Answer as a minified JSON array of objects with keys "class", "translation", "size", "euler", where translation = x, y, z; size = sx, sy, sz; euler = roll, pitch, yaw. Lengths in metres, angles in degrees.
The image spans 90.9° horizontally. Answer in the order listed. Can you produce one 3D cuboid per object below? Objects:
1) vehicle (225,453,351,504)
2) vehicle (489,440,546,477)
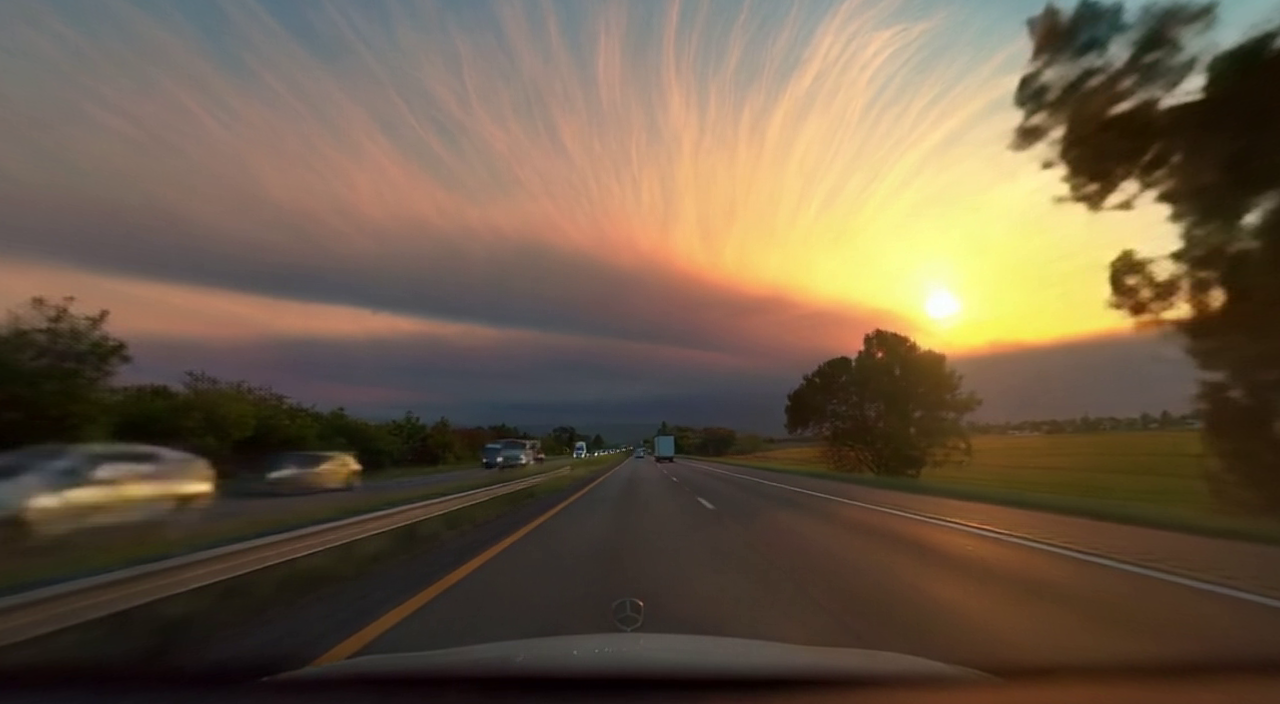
[{"class":"vehicle","translation":[-12.850,4.592,23.408],"size":[1.954,1.672,4.653],"euler":[0,-9,0]},{"class":"vehicle","translation":[-8.424,7.410,44.145],"size":[2.544,2.305,7.154],"euler":[0,-9,0]}]
